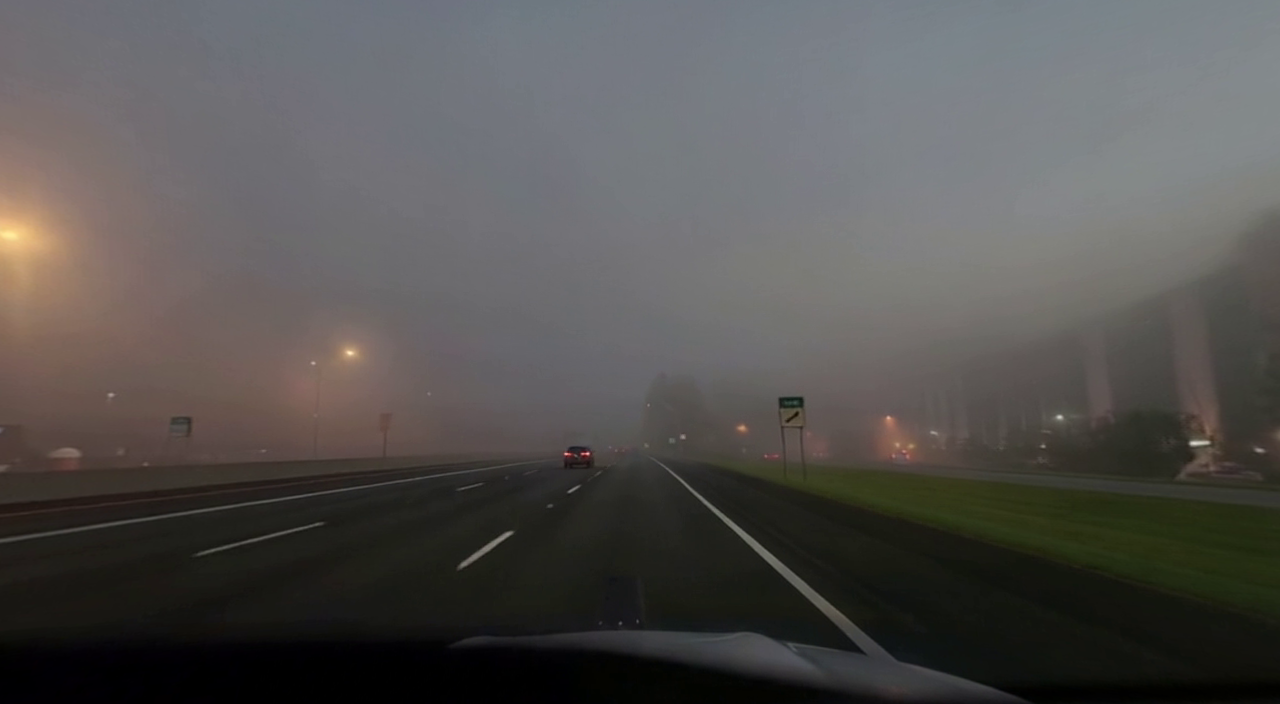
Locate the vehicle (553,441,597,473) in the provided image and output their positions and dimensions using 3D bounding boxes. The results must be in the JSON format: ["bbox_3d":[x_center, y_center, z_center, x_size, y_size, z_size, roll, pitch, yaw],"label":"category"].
[{"bbox_3d":[-3.872,6.348,38.423,2.150,1.761,4.697,0,-8,0],"label":"vehicle"}]
